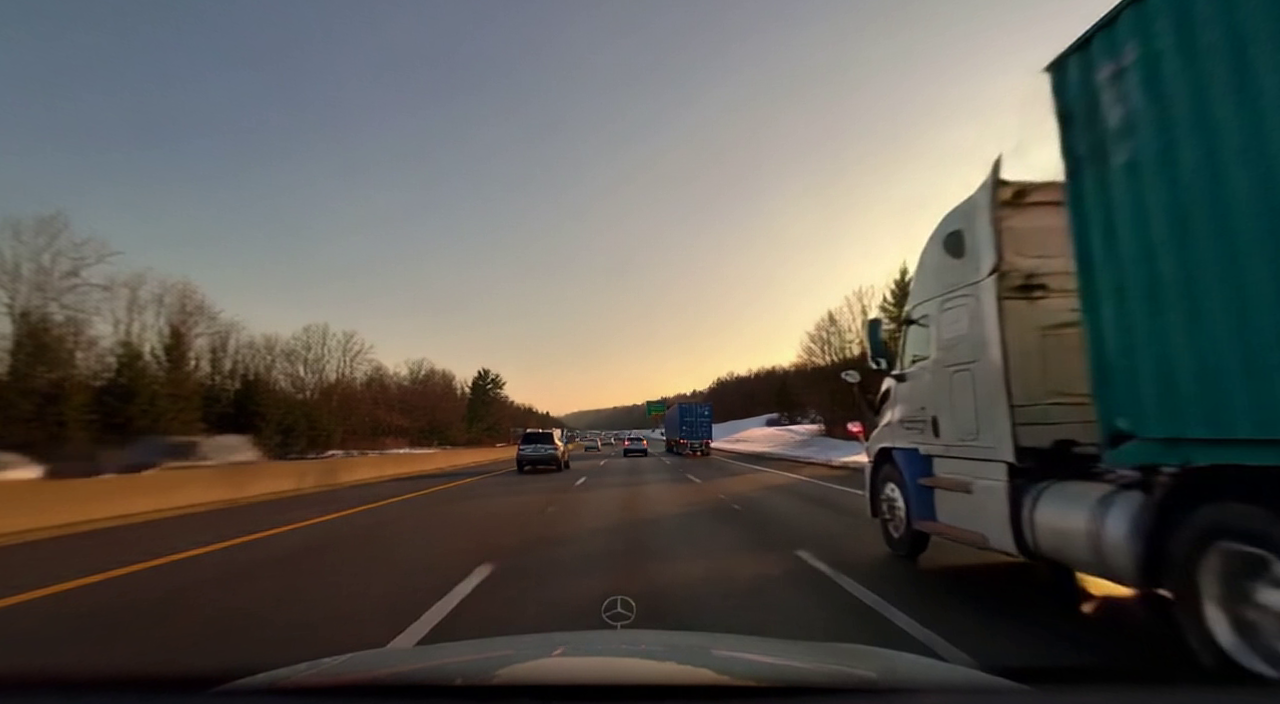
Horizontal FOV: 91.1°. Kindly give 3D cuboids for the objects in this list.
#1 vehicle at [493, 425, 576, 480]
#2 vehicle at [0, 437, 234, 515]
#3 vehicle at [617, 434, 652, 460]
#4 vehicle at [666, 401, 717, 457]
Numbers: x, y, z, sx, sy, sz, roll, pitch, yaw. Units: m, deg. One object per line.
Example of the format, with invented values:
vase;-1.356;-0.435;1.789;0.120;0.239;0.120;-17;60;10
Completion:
vehicle;-3.479;3.403;21.597;2.054;1.671;4.445;0;-8;0
vehicle;-11.676;2.709;14.416;1.898;1.512;4.238;0;-8;-1
vehicle;-0.386;6.051;40.125;2.088;1.567;4.240;0;-8;-1
vehicle;3.745;5.850;47.402;2.883;3.836;7.894;0;-8;-2
